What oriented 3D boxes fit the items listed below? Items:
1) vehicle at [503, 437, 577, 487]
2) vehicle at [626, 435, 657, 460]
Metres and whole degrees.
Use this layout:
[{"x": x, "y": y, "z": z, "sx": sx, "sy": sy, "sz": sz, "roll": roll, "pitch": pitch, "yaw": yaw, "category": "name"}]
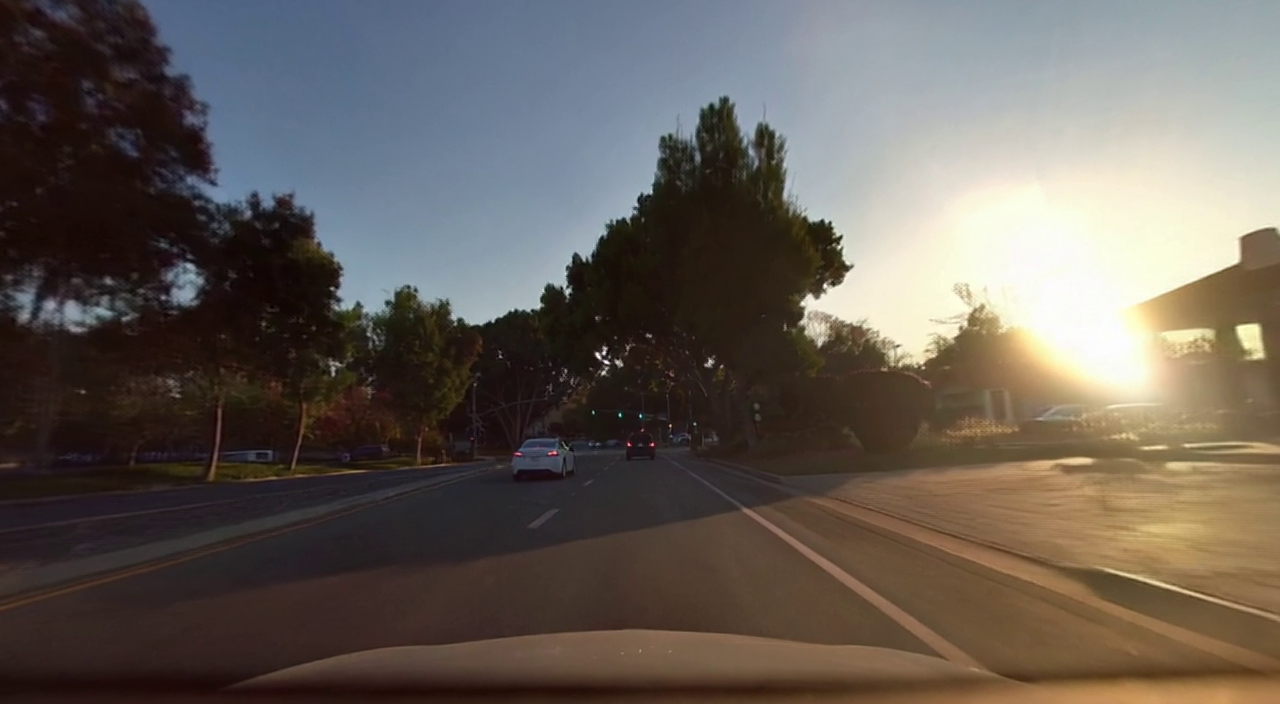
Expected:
[{"x": -3.562, "y": 4.012, "z": 23.305, "sx": 1.914, "sy": 1.630, "sz": 4.351, "roll": 0, "pitch": -8, "yaw": 1, "category": "vehicle"}, {"x": 0.110, "y": 7.032, "z": 46.479, "sx": 2.213, "sy": 1.778, "sz": 4.107, "roll": 0, "pitch": -8, "yaw": 0, "category": "vehicle"}]
